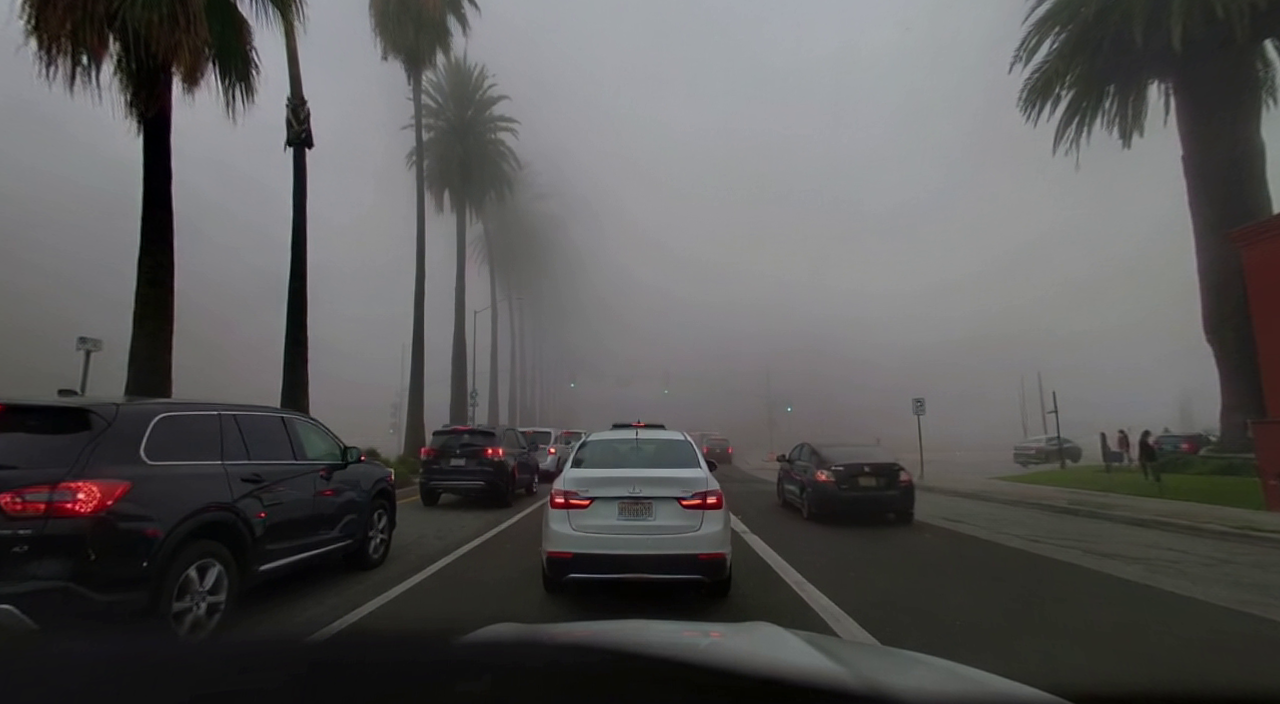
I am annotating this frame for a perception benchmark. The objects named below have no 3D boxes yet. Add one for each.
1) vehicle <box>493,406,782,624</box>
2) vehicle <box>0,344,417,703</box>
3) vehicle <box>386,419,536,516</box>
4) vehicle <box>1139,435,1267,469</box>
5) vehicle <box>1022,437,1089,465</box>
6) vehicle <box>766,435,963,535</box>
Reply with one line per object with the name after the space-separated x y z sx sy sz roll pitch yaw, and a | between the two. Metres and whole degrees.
-0.047 1.519 6.852 2.114 1.585 4.285 0 -8 -1 | vehicle
-3.536 1.145 5.042 1.914 1.741 4.398 0 -8 -1 | vehicle
-3.474 2.320 13.078 1.840 1.684 4.041 0 -8 1 | vehicle
25.474 4.533 28.636 3.914 1.427 1.779 -2 -8 5 | vehicle
26.072 6.245 39.692 1.882 1.672 3.957 -1 -9 7 | vehicle
3.866 2.360 11.896 1.982 1.480 4.572 1 -8 -1 | vehicle
